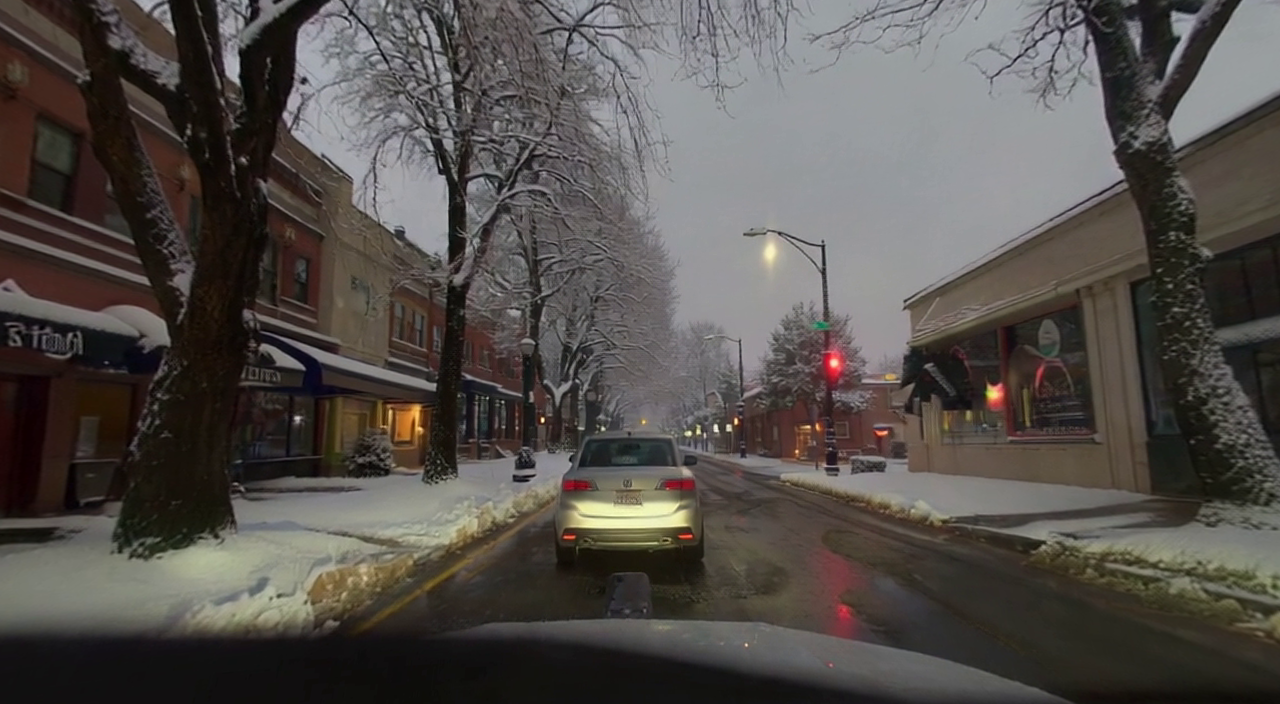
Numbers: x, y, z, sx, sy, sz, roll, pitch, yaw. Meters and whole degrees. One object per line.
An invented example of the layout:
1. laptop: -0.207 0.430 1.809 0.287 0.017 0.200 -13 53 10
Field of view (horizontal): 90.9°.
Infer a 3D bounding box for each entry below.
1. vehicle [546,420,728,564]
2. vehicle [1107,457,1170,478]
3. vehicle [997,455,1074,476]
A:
1. vehicle: -0.081 1.894 9.222 2.079 1.621 3.861 0 -8 -1
2. vehicle: 37.590 8.707 47.568 3.445 1.363 1.608 2 -9 -1
3. vehicle: 29.818 8.566 47.588 4.668 1.441 1.904 1 -9 -6
